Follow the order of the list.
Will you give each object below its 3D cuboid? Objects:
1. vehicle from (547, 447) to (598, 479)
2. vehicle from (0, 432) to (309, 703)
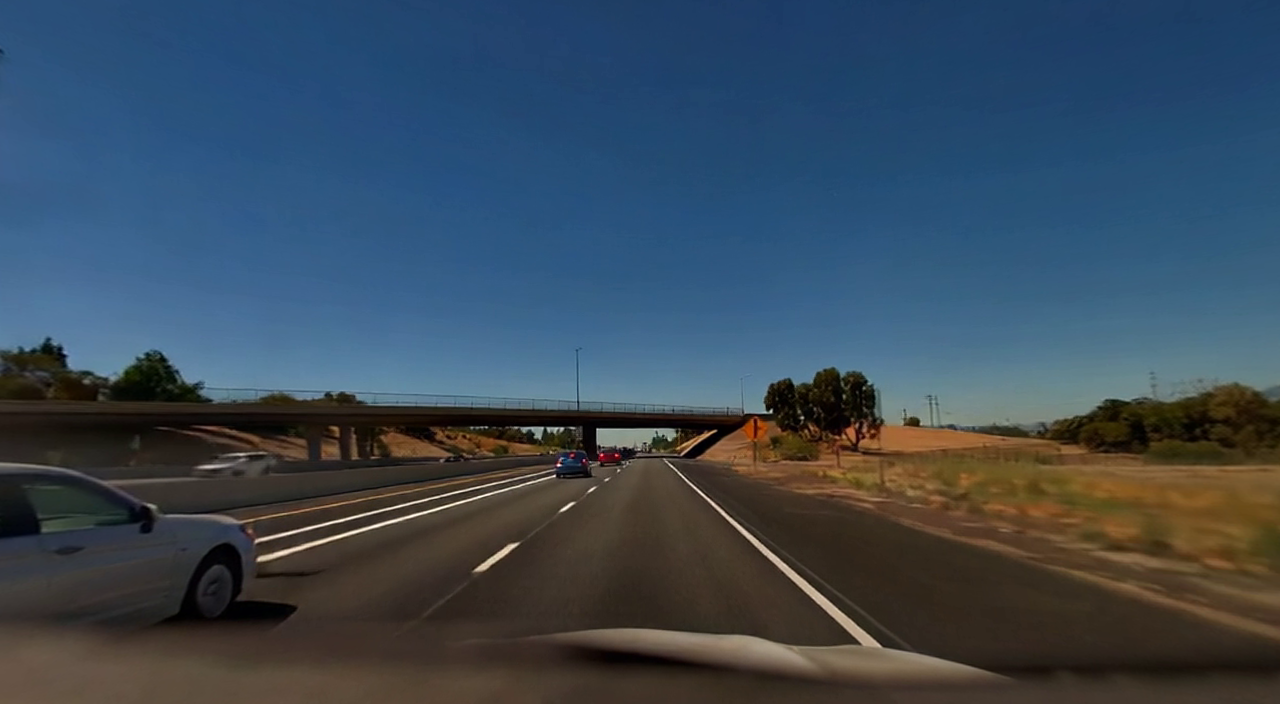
[{"bbox_3d":[-3.411,5.763,32.830,2.044,1.527,4.607,0,-9,1],"label":"vehicle"},{"bbox_3d":[-4.027,1.195,3.392,2.011,1.481,4.434,0,-9,1],"label":"vehicle"}]
